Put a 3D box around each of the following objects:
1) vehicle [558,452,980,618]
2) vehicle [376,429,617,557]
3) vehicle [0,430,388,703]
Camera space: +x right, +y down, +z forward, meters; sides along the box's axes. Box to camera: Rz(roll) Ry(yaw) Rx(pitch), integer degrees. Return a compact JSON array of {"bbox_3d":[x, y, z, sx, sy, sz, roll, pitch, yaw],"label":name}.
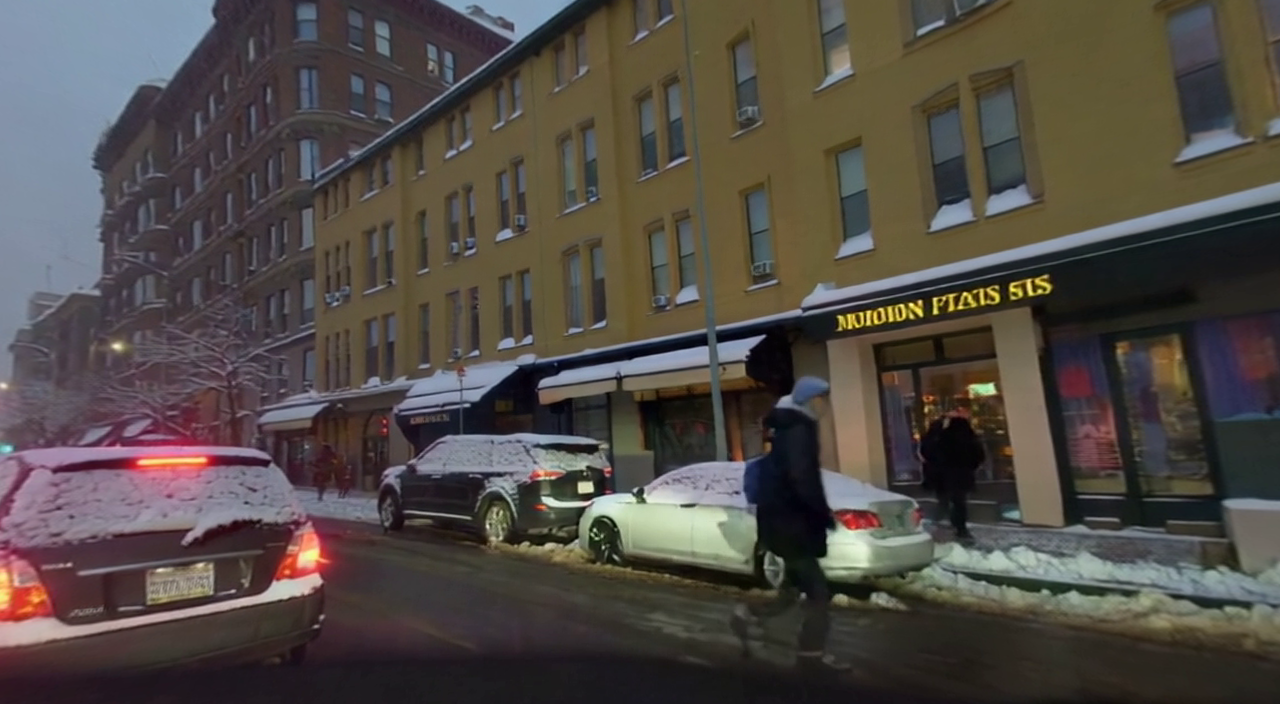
[{"bbox_3d":[1.321,1.993,7.919,4.830,1.421,1.826,-7,-11,39],"label":"vehicle"},{"bbox_3d":[-2.733,2.394,11.495,4.580,1.853,1.862,-7,-11,40],"label":"vehicle"},{"bbox_3d":[-3.650,1.310,4.255,4.330,1.458,1.932,-8,-12,43],"label":"vehicle"}]
